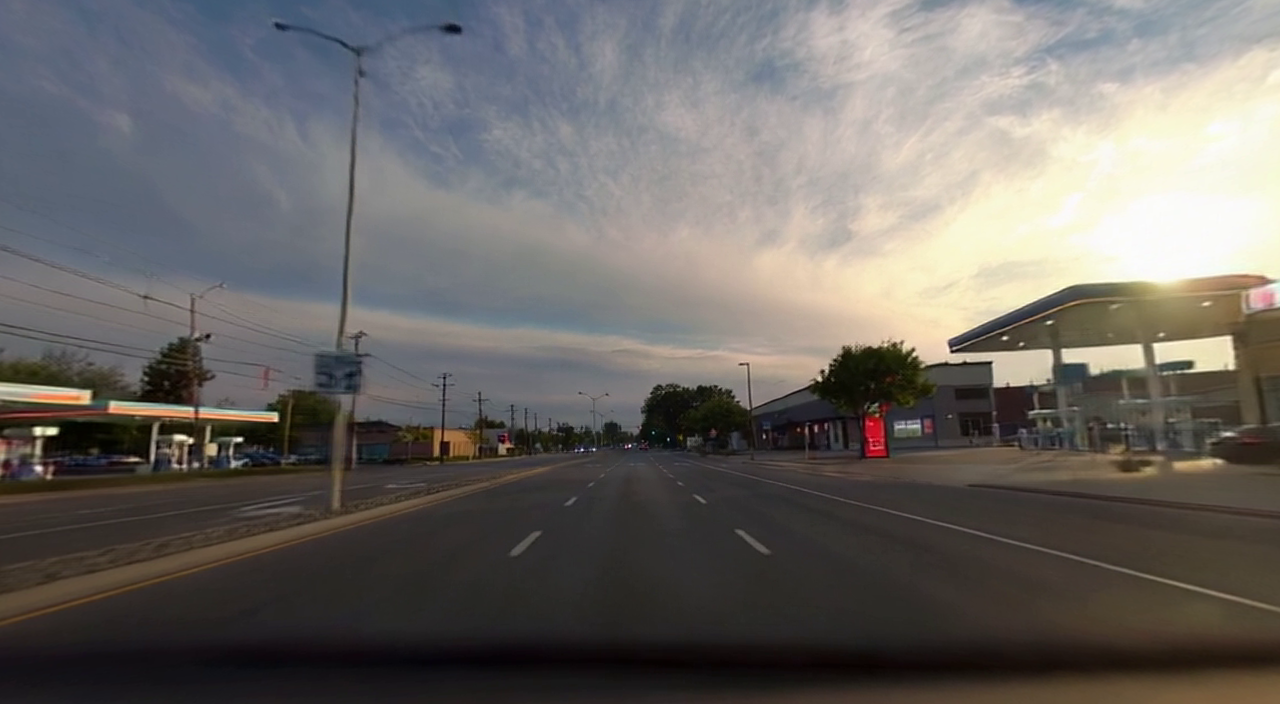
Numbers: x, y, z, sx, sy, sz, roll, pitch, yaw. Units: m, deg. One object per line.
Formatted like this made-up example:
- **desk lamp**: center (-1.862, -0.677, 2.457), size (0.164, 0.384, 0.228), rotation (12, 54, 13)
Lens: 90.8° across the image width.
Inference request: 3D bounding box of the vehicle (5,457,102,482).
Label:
- **vehicle**: center (-35.350, 7.055, 38.122), size (4.209, 1.441, 1.793), rotation (-1, -9, 5)

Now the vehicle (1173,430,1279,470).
- **vehicle**: center (23.076, 3.710, 24.002), size (1.747, 1.371, 4.368), rotation (-2, -10, -1)
